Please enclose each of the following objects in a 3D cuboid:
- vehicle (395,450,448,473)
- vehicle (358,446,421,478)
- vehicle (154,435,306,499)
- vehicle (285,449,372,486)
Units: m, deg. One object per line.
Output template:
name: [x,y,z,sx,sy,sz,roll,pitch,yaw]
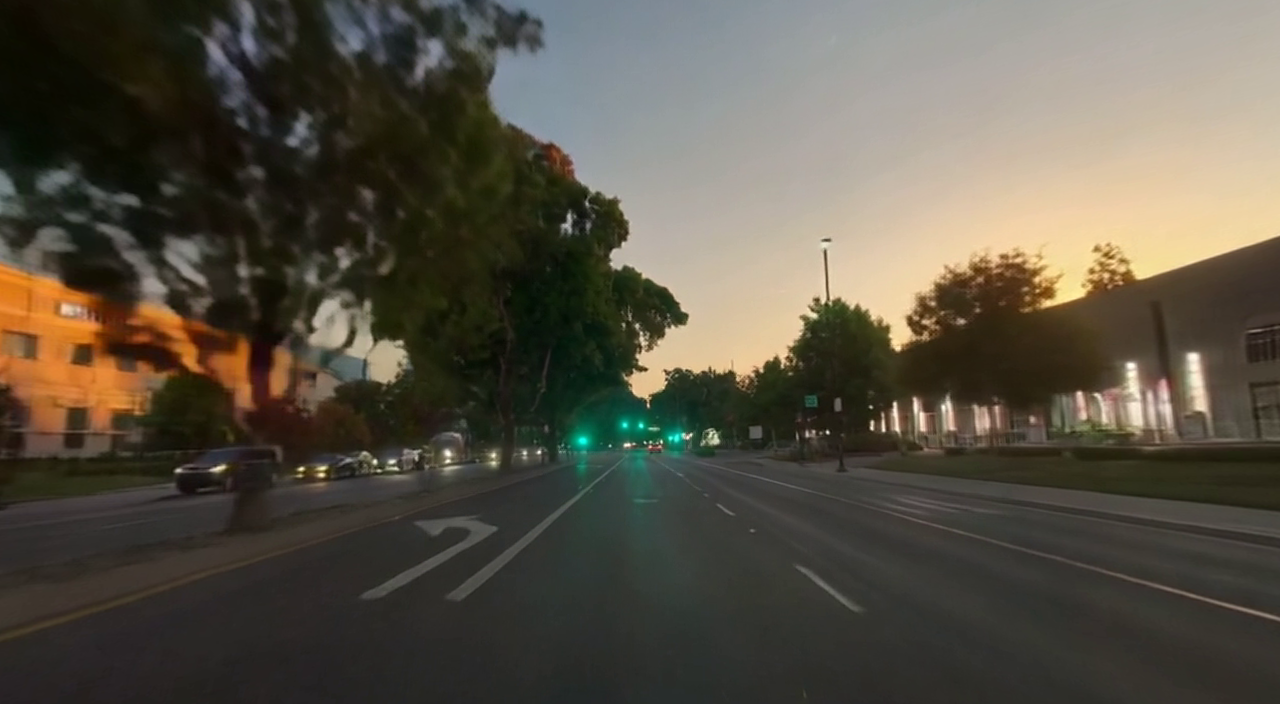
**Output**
vehicle: [-15.264,7.647,44.451,1.929,1.471,4.919,0,-8,1]
vehicle: [-15.272,6.699,38.773,1.989,1.747,5.019,-1,-8,-2]
vehicle: [-15.425,4.360,24.282,2.246,2.081,5.416,-1,-9,-1]
vehicle: [-15.349,5.691,31.434,1.892,1.624,4.645,0,-8,1]
